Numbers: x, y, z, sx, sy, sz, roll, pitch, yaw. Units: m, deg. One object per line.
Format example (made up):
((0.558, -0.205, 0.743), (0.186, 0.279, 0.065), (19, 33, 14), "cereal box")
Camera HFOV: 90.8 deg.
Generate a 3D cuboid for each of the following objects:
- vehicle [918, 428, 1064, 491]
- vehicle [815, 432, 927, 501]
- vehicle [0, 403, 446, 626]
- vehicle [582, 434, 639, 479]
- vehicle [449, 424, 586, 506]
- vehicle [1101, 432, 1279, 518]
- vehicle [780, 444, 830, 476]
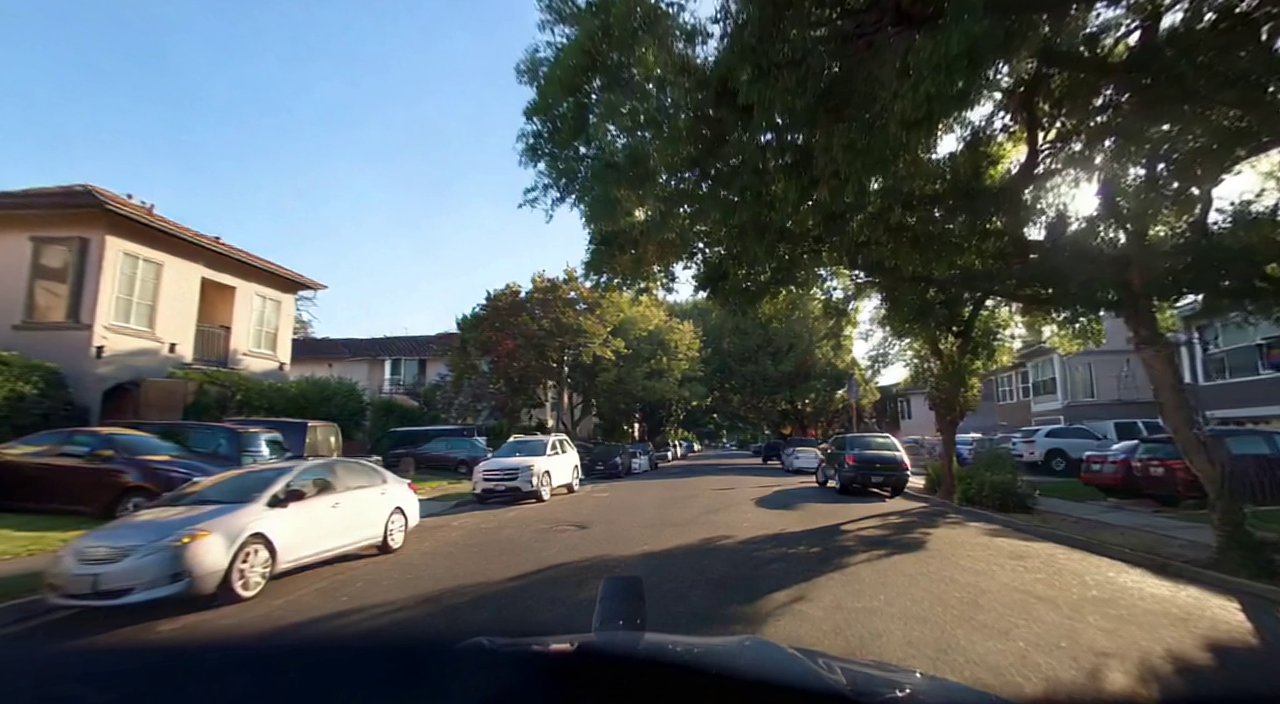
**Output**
((11.376, 3.588, 21.003), (2.285, 1.833, 4.853), (-1, -10, 4), "vehicle")
((7.275, 3.646, 20.632), (2.201, 1.896, 5.632), (-1, -8, 8), "vehicle")
((-4.404, 1.788, 7.680), (2.035, 1.719, 4.749), (-6, -11, 7), "vehicle")
((-1.257, 4.830, 28.956), (2.007, 1.861, 4.101), (0, -11, 6), "vehicle")
((-3.181, 3.214, 17.921), (2.319, 1.902, 5.526), (-2, -10, 5), "vehicle")
((12.176, 2.340, 12.331), (4.611, 1.510, 1.962), (-2, -8, 8), "vehicle")
((8.843, 5.789, 34.252), (1.850, 1.516, 5.066), (-1, -8, 6), "vehicle")
